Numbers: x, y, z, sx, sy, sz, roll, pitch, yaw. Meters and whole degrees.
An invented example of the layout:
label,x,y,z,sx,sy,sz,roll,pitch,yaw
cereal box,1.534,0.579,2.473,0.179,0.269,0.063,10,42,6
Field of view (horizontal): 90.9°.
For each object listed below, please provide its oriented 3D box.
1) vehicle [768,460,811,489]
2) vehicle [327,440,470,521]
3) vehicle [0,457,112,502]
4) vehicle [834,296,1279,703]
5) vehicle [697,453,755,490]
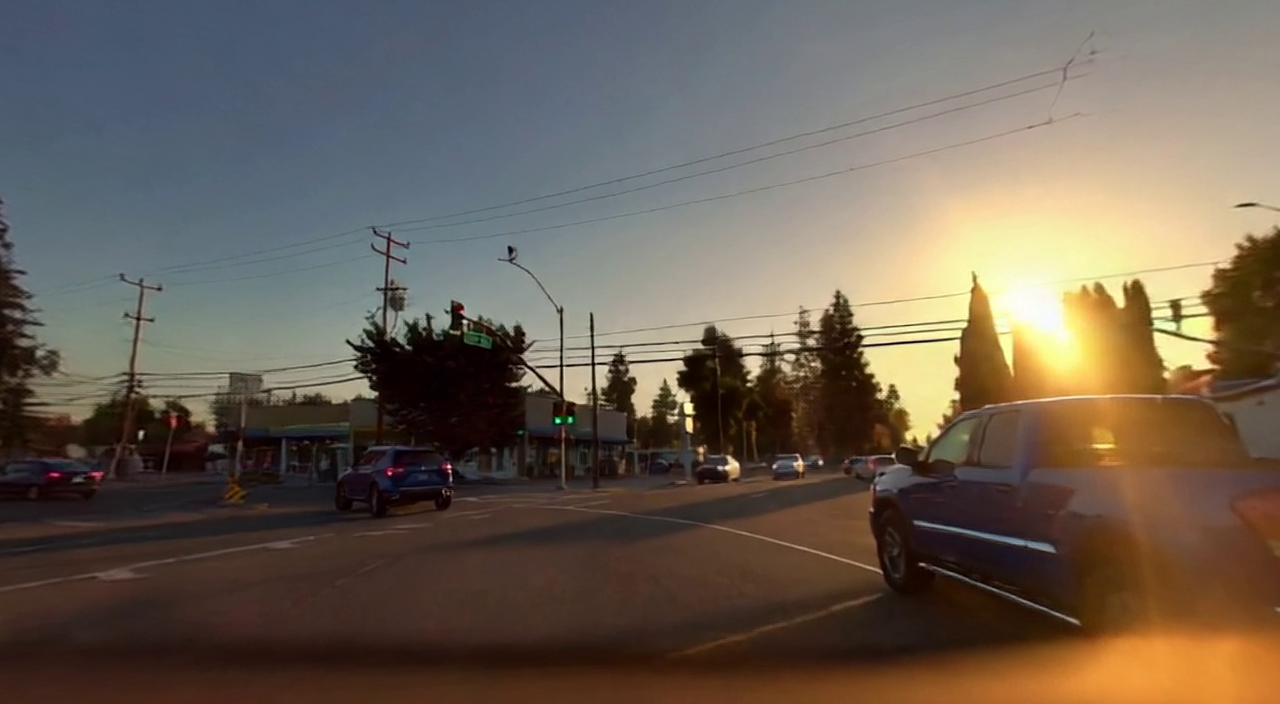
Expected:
label,x,y,z,sx,sy,sz,roll,pitch,yaw
vehicle,8.564,6.909,35.826,1.856,1.448,4.455,-4,-10,19
vehicle,-6.733,3.407,17.238,2.141,1.842,4.889,7,-12,-38
vehicle,-25.071,5.356,26.641,4.498,1.725,1.921,-4,-10,18
vehicle,3.272,1.024,4.253,2.036,1.818,5.192,0,-9,-3
vehicle,5.014,6.713,35.896,2.303,1.895,5.301,-4,-10,18
